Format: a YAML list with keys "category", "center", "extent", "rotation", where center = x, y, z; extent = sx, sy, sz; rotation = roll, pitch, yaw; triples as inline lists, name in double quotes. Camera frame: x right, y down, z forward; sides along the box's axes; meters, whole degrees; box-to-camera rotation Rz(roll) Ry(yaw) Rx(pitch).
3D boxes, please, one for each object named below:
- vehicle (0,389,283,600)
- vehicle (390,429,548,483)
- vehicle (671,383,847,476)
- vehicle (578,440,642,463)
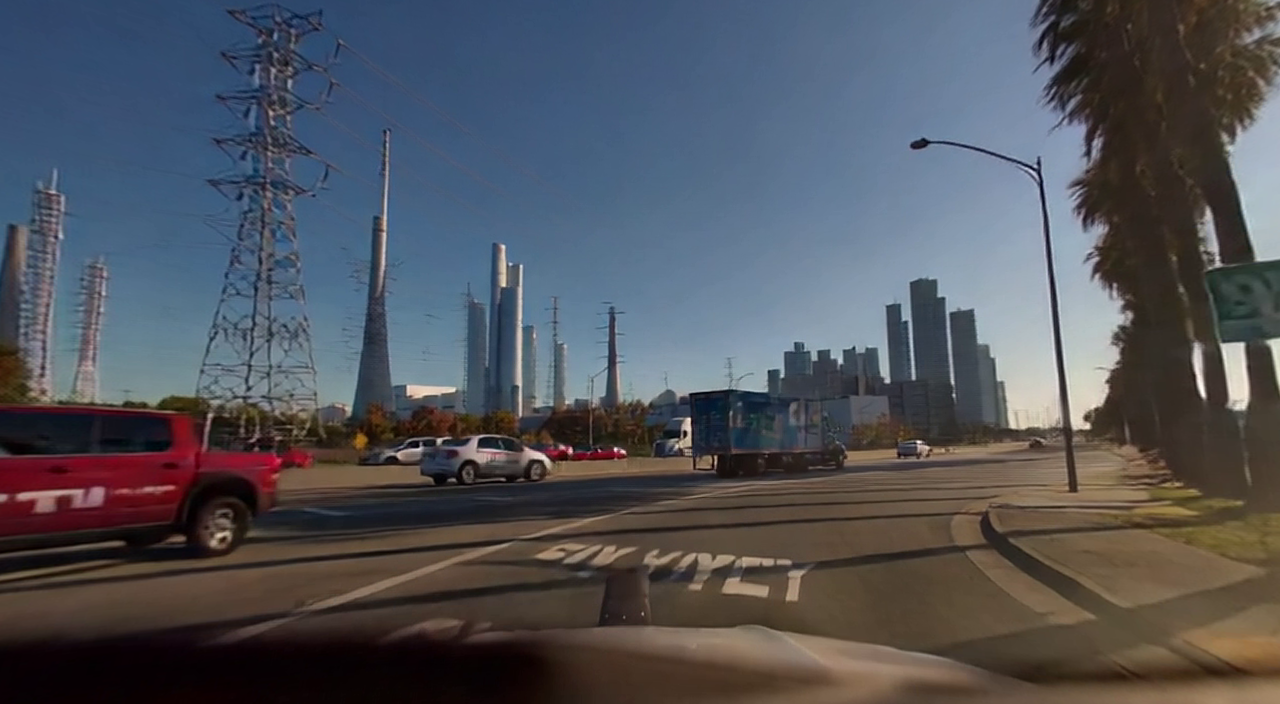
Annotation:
- category: "vehicle"
  center: [-6.653, 1.318, 6.010]
  extent: [2.101, 1.848, 5.132]
  rotation: [-6, -10, 35]
- category: "vehicle"
  center: [-6.780, 4.180, 25.726]
  extent: [2.266, 1.950, 5.866]
  rotation: [-7, -11, 41]
- category: "vehicle"
  center: [6.417, 4.013, 31.899]
  extent: [2.903, 3.933, 11.567]
  rotation: [-8, -11, 42]
- category: "vehicle"
  center: [-2.065, 6.966, 44.022]
  extent: [1.785, 1.502, 4.457]
  rotation: [-8, -13, 42]
